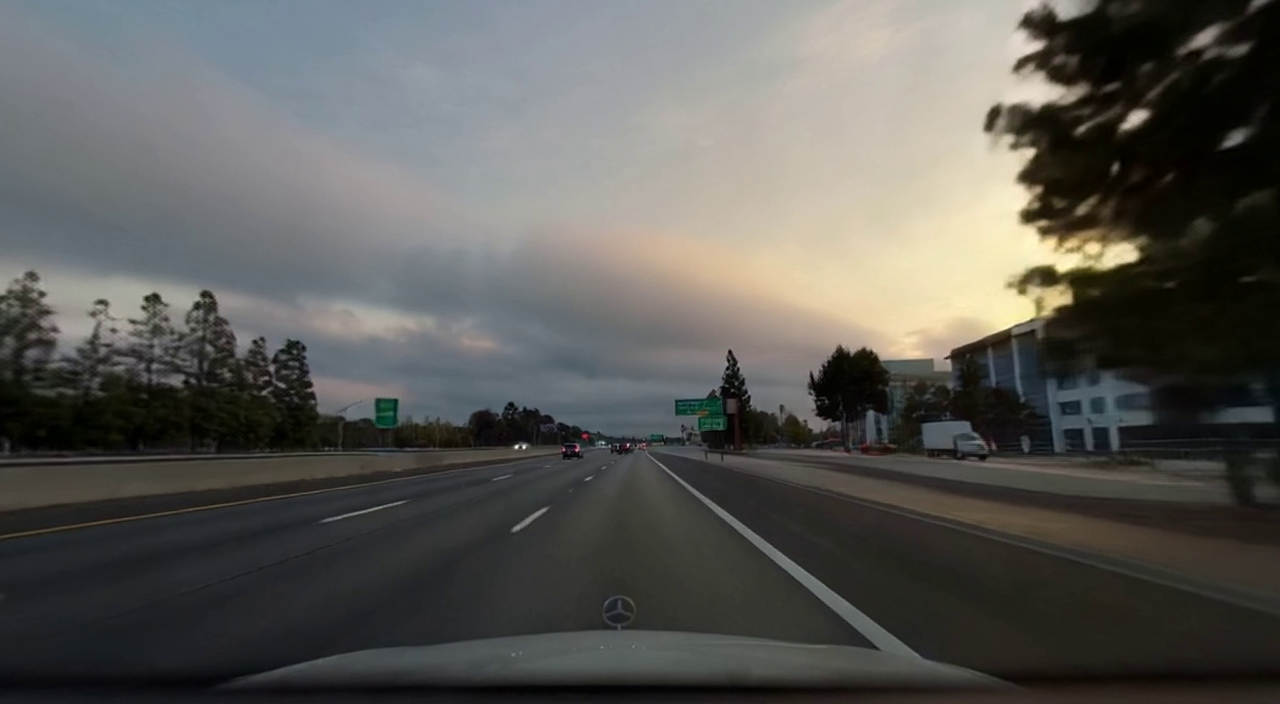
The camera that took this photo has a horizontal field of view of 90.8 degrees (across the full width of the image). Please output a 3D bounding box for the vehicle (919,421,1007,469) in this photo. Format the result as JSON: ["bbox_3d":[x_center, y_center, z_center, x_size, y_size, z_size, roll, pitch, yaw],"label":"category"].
[{"bbox_3d":[24.725,7.193,48.914,3.065,3.244,7.356,-2,-9,2],"label":"vehicle"}]
